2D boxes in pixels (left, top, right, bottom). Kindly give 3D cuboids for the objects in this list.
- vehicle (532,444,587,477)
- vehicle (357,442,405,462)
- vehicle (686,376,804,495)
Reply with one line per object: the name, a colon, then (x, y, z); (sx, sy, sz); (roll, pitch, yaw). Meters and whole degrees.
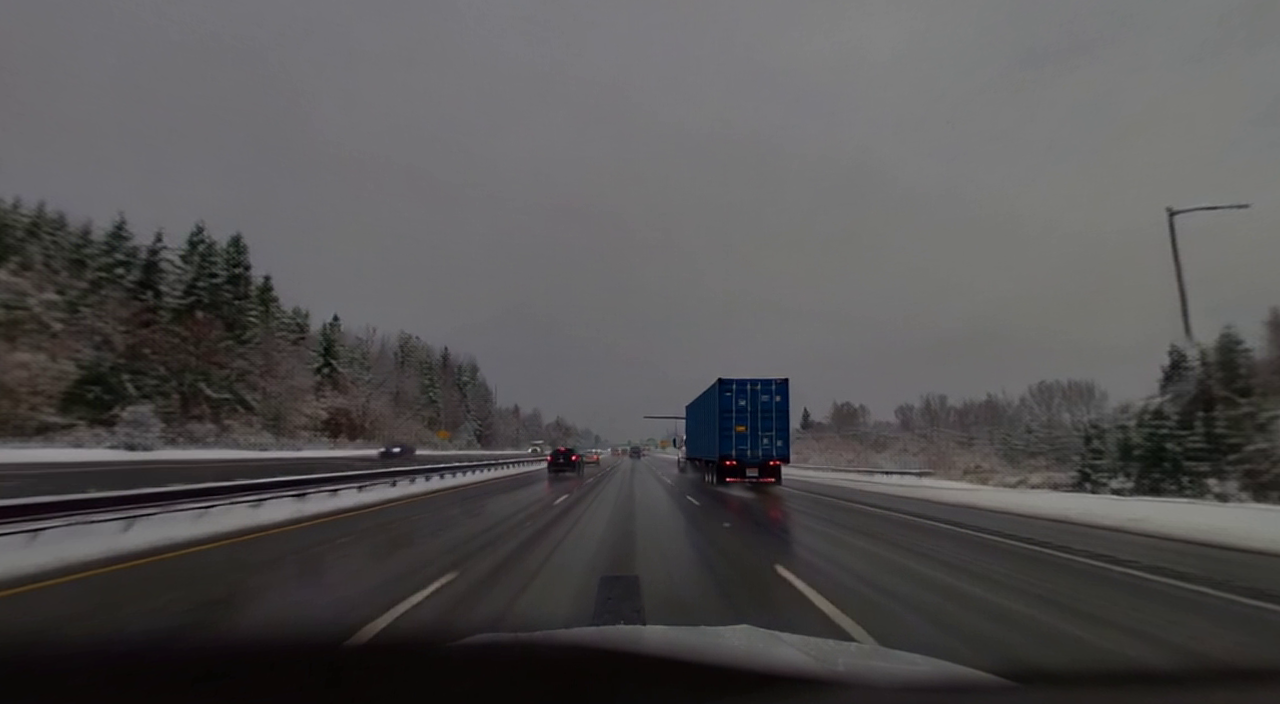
vehicle: (-4.330, 5.941, 34.808); (2.370, 1.647, 5.091); (0, -9, 0)
vehicle: (-20.202, 7.842, 49.293); (1.828, 1.455, 4.660); (0, -9, -1)
vehicle: (4.044, 3.836, 28.017); (2.821, 4.046, 12.876); (0, -9, -1)
